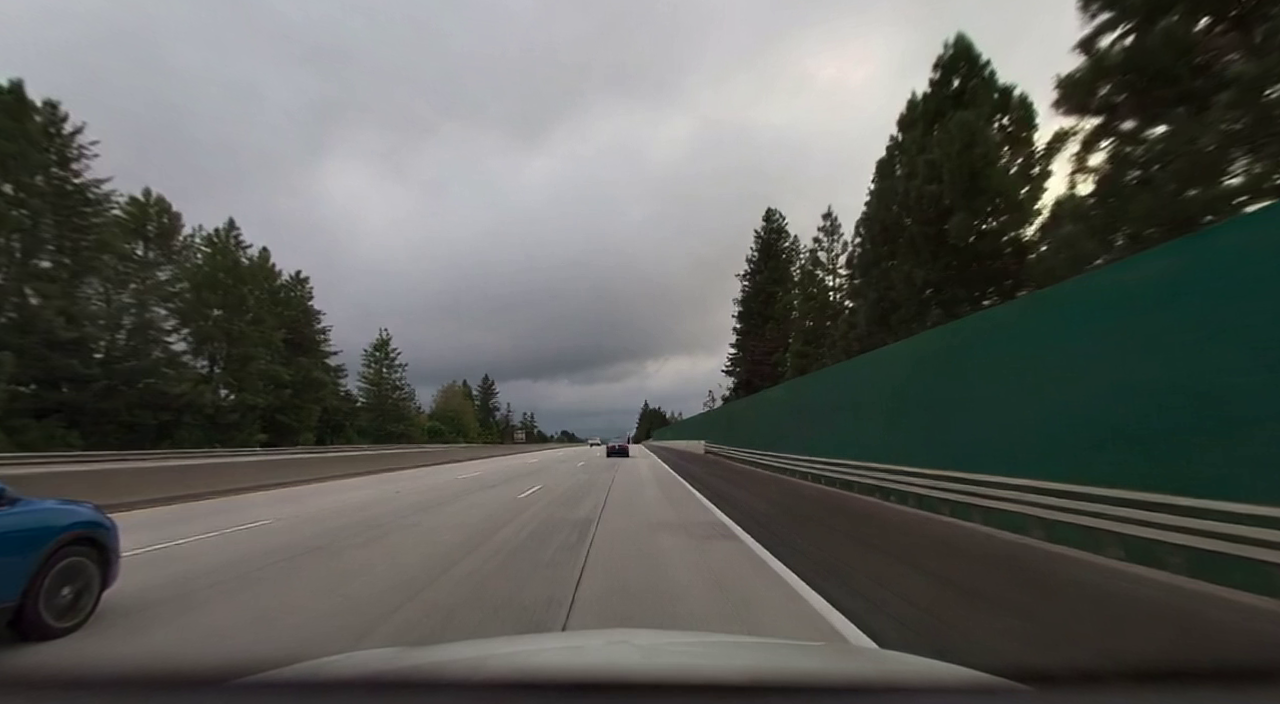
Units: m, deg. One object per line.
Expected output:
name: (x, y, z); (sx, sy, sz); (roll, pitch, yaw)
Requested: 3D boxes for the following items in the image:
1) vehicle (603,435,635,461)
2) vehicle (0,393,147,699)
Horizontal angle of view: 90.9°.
vehicle: (-1.250, 5.773, 38.182); (1.836, 1.450, 3.519); (0, -8, -1)
vehicle: (-4.280, 0.786, 1.699); (2.072, 1.545, 4.767); (0, -8, -1)
